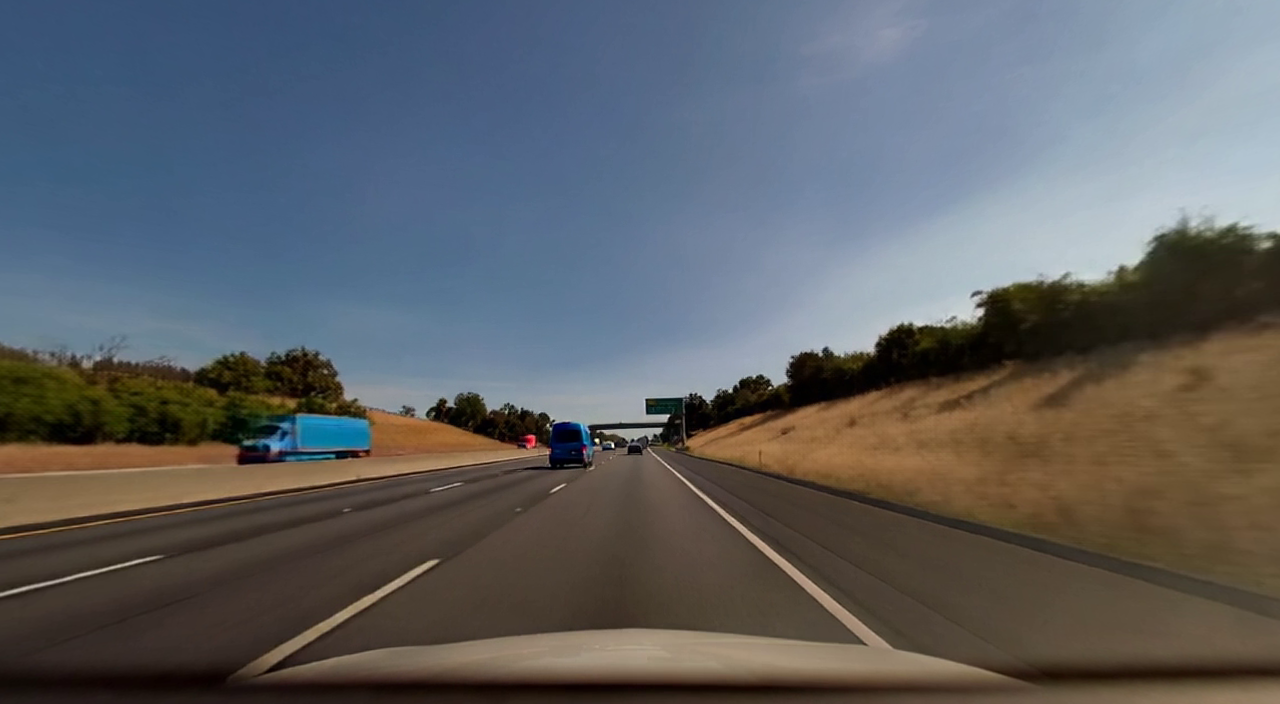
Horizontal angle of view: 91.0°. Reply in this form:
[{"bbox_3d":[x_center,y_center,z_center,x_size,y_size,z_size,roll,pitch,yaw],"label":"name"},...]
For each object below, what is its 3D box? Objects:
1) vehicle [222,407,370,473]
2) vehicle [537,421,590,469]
[{"bbox_3d":[-24.072,6.393,45.547,2.914,4.020,14.107,0,-8,0],"label":"vehicle"},{"bbox_3d":[-4.180,5.222,35.413,2.329,2.483,5.428,0,-8,0],"label":"vehicle"}]
